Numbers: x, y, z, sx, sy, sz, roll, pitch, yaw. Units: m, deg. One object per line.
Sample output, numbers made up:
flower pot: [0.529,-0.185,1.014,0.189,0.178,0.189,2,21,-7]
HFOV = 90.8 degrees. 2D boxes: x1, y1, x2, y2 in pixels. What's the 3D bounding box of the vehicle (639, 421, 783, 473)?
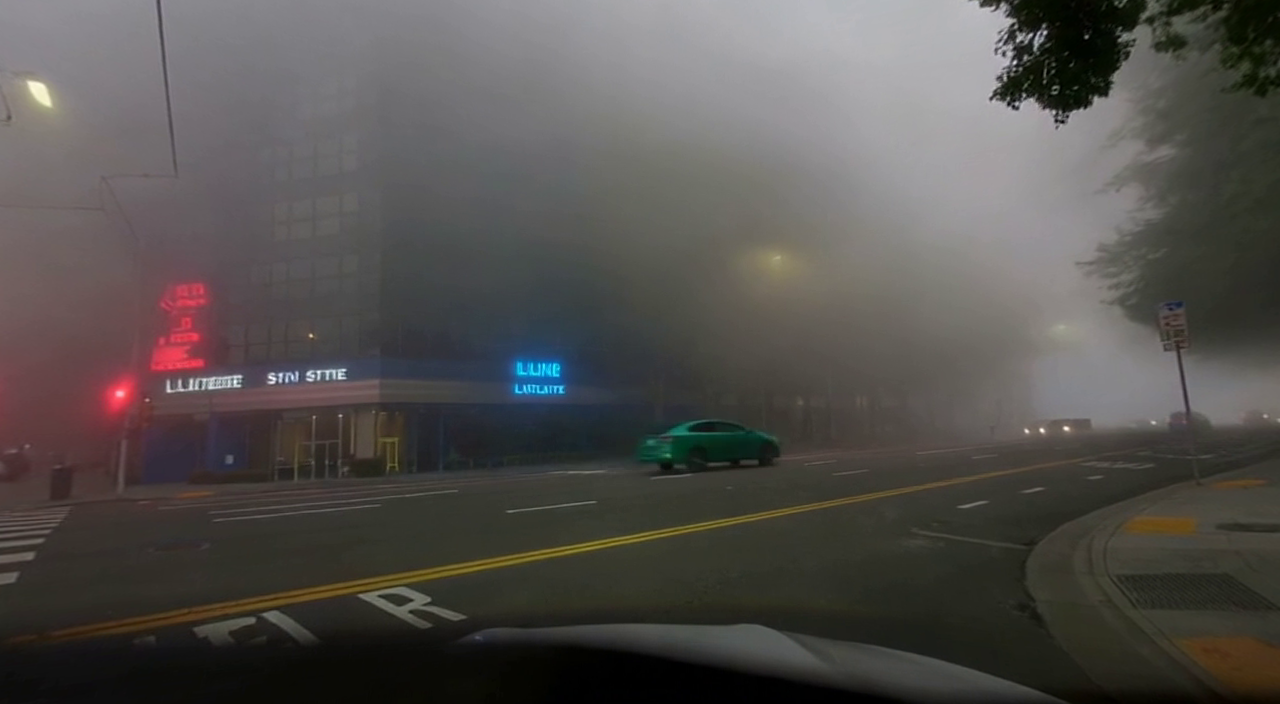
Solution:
vehicle: [2.309,3.021,20.146,4.442,1.458,1.902,6,-11,-36]
